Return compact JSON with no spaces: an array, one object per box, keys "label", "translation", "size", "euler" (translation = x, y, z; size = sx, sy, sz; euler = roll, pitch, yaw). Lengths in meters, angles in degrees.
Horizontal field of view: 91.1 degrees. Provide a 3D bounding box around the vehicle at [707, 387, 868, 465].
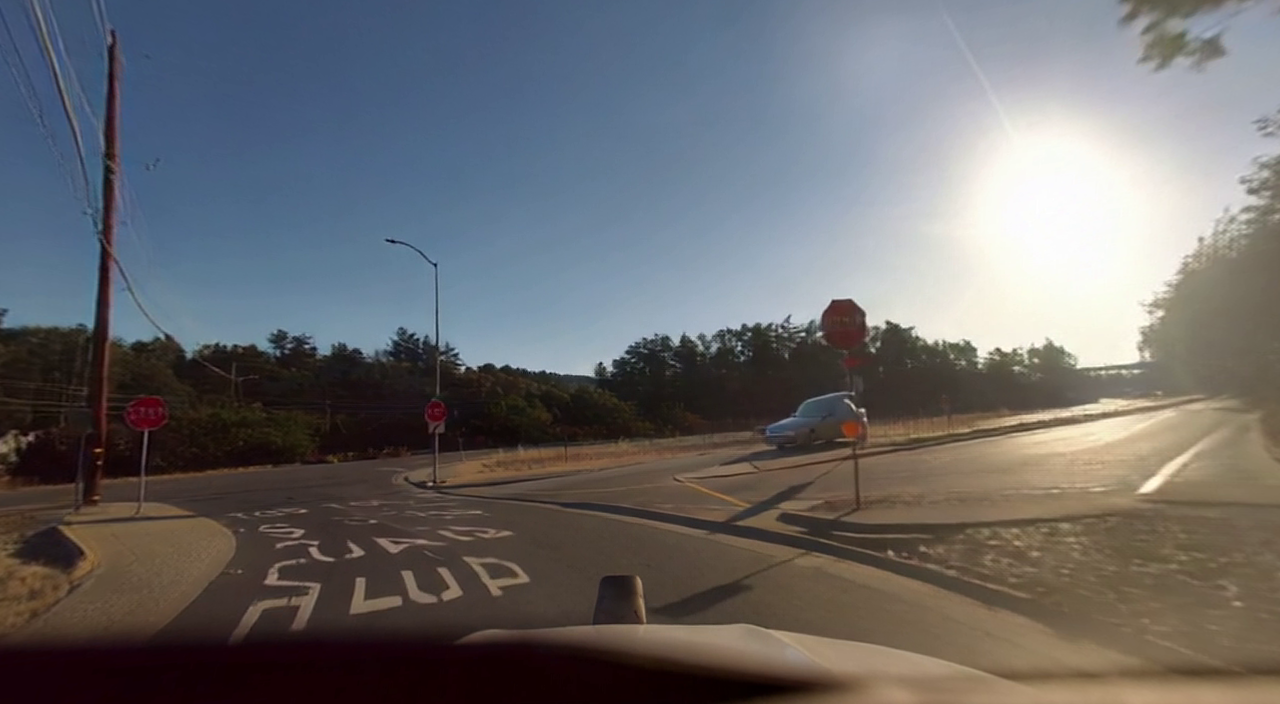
[{"label":"vehicle","translation":[4.440,2.168,18.786],"size":[4.403,1.574,1.914],"euler":[-6,-4,-31]}]
